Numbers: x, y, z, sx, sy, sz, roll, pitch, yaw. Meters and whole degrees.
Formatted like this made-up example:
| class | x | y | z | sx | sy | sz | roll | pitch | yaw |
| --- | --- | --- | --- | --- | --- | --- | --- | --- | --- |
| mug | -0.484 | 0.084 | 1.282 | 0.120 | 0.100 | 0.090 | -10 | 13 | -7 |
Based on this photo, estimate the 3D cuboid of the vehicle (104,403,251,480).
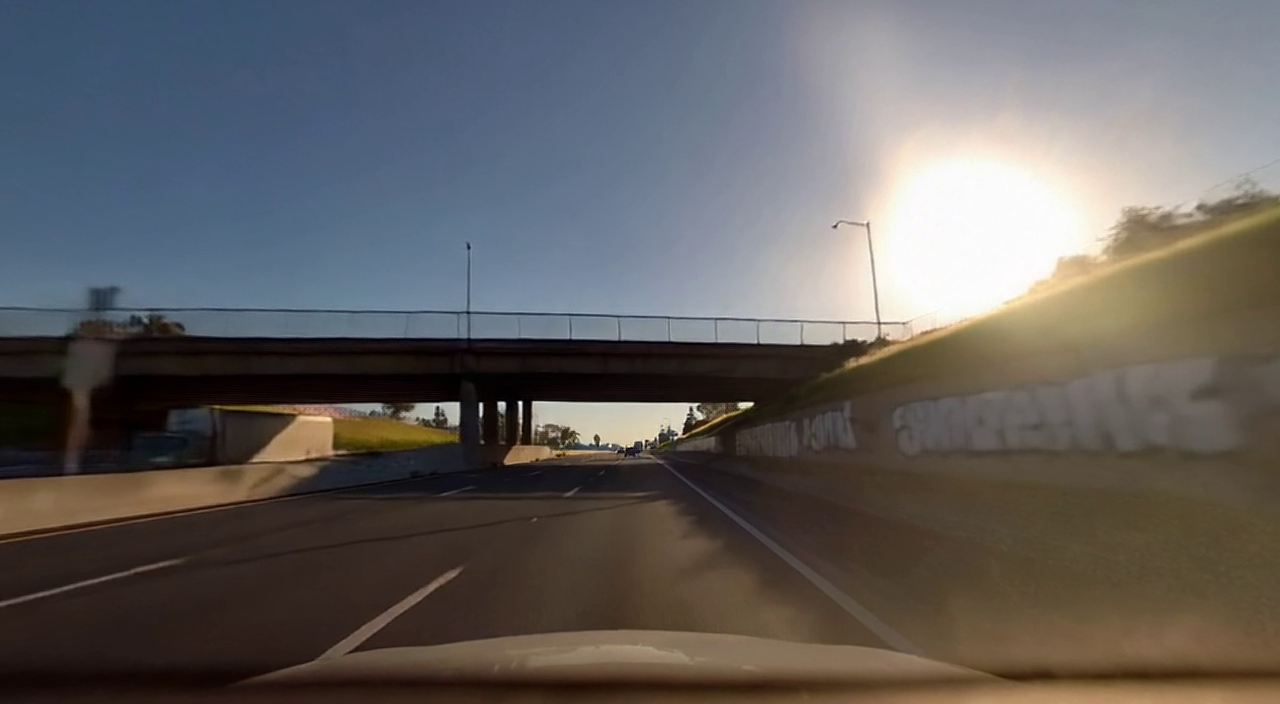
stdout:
| class | x | y | z | sx | sy | sz | roll | pitch | yaw |
| --- | --- | --- | --- | --- | --- | --- | --- | --- | --- |
| vehicle | -23.754 | 4.708 | 32.875 | 2.996 | 3.607 | 5.868 | 0 | -9 | 0 |
